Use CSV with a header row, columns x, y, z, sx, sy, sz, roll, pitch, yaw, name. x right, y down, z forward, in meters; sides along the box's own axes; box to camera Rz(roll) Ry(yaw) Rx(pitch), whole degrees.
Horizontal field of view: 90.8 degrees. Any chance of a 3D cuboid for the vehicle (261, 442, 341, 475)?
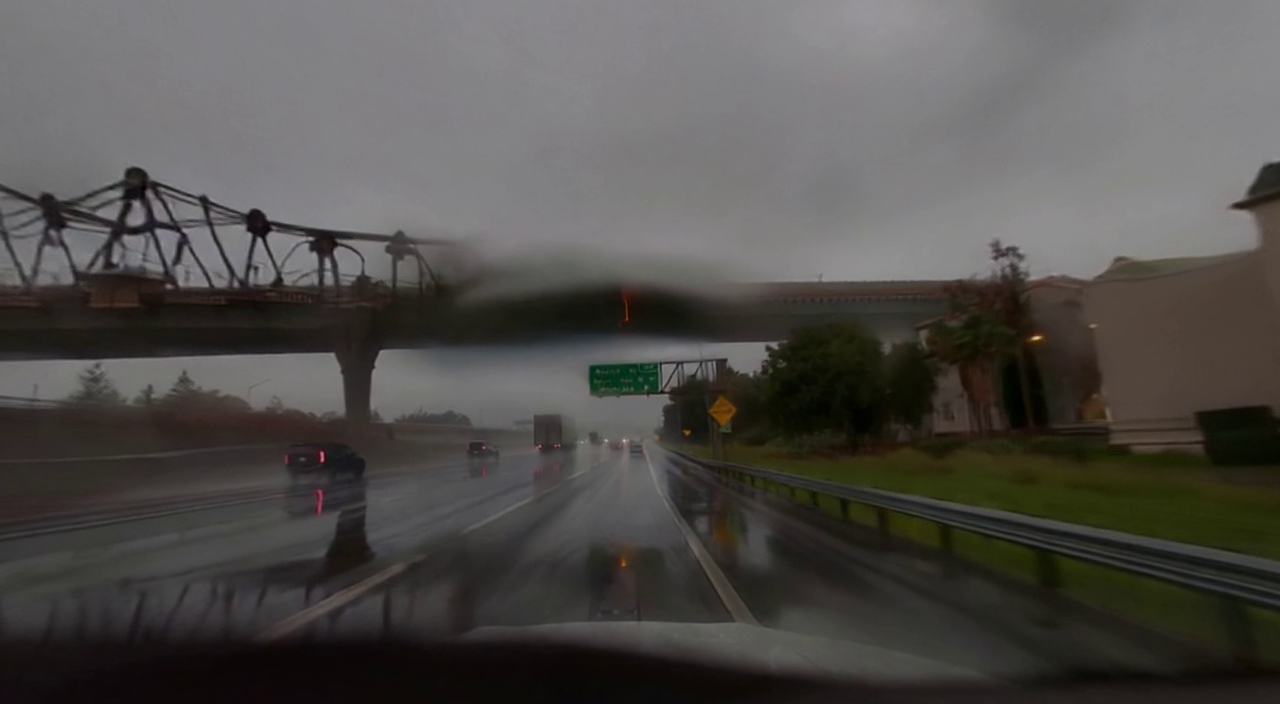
x,y,z,sx,sy,sz,roll,pitch,yaw,name
-18.982,5.947,35.624,1.932,1.752,4.541,0,-8,0,vehicle
